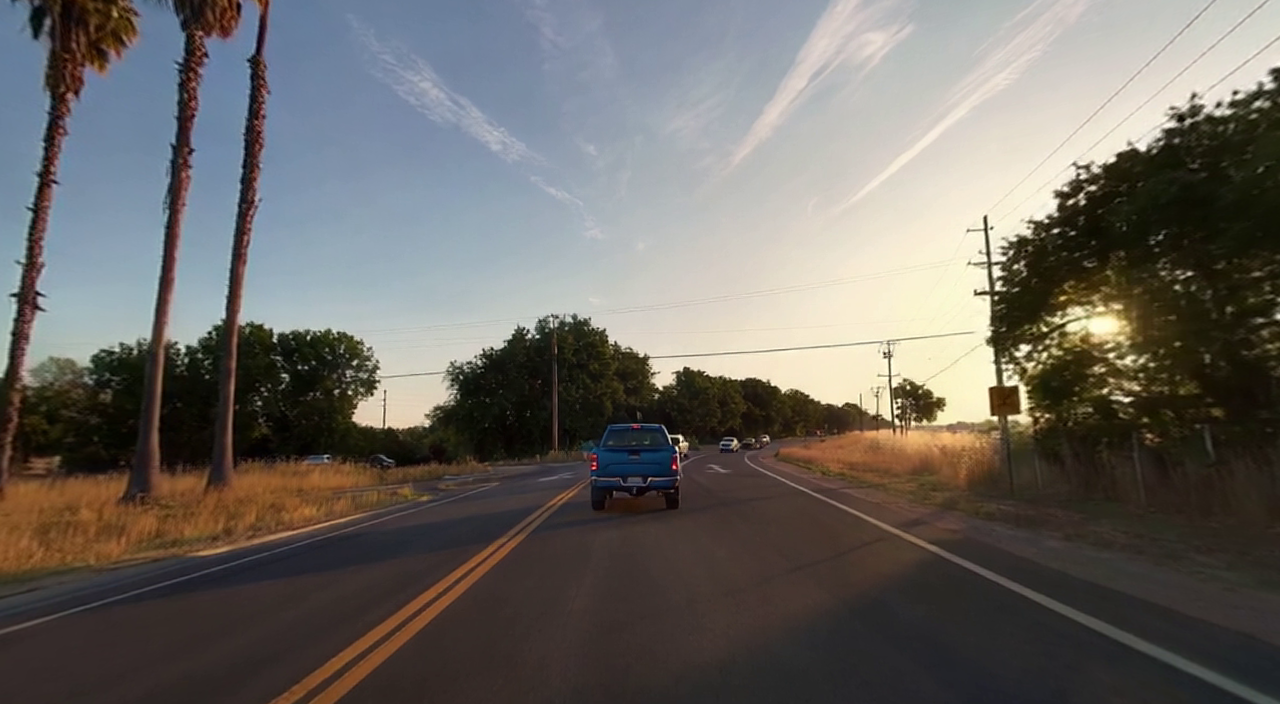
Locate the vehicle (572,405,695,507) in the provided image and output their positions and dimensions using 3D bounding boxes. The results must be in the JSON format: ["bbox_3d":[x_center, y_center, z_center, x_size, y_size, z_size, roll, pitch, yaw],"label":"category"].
[{"bbox_3d":[-0.158,2.716,16.871,2.693,2.223,5.885,0,-8,0],"label":"vehicle"}]
